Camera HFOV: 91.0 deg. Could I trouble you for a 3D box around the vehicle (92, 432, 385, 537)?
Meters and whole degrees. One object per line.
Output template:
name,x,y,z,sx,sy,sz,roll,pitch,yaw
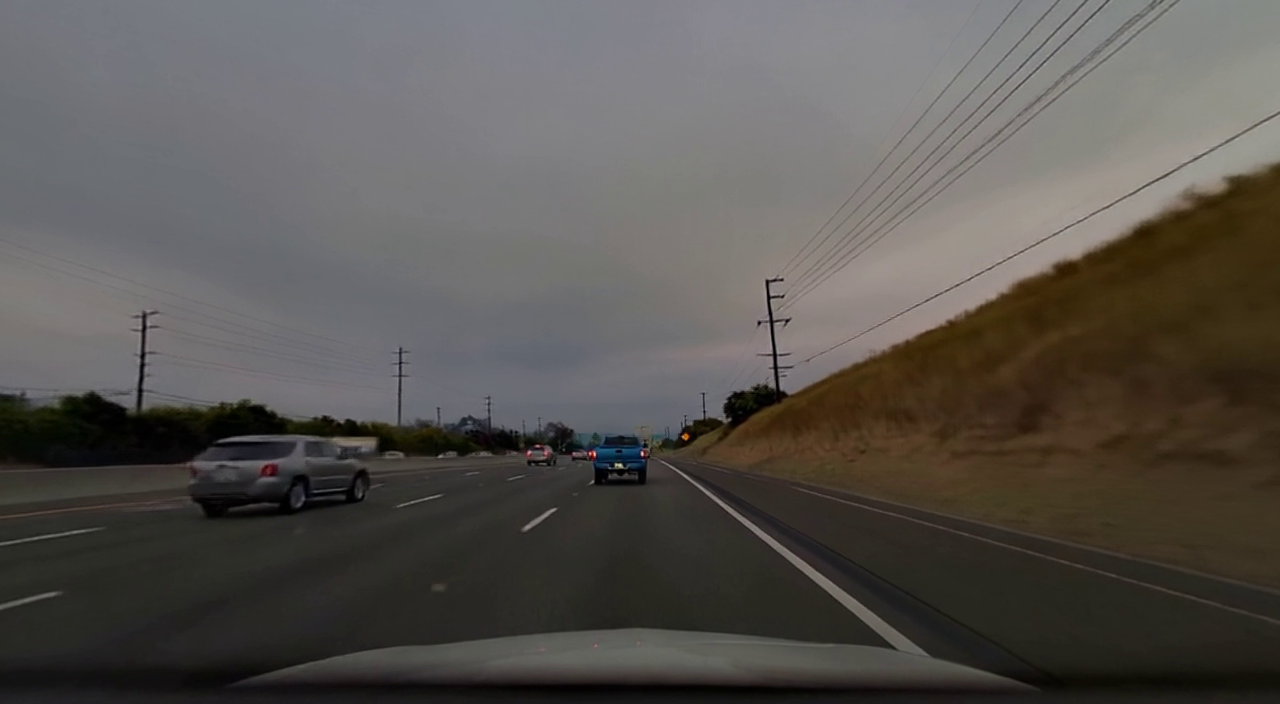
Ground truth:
vehicle,-7.147,2.401,12.175,2.189,1.553,5.202,0,-9,1

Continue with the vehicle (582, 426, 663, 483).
vehicle,-0.651,4.232,26.225,2.972,2.087,6.126,0,-9,0

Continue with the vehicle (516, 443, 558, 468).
vehicle,-7.105,7.149,43.693,2.055,1.618,4.457,0,-9,1
